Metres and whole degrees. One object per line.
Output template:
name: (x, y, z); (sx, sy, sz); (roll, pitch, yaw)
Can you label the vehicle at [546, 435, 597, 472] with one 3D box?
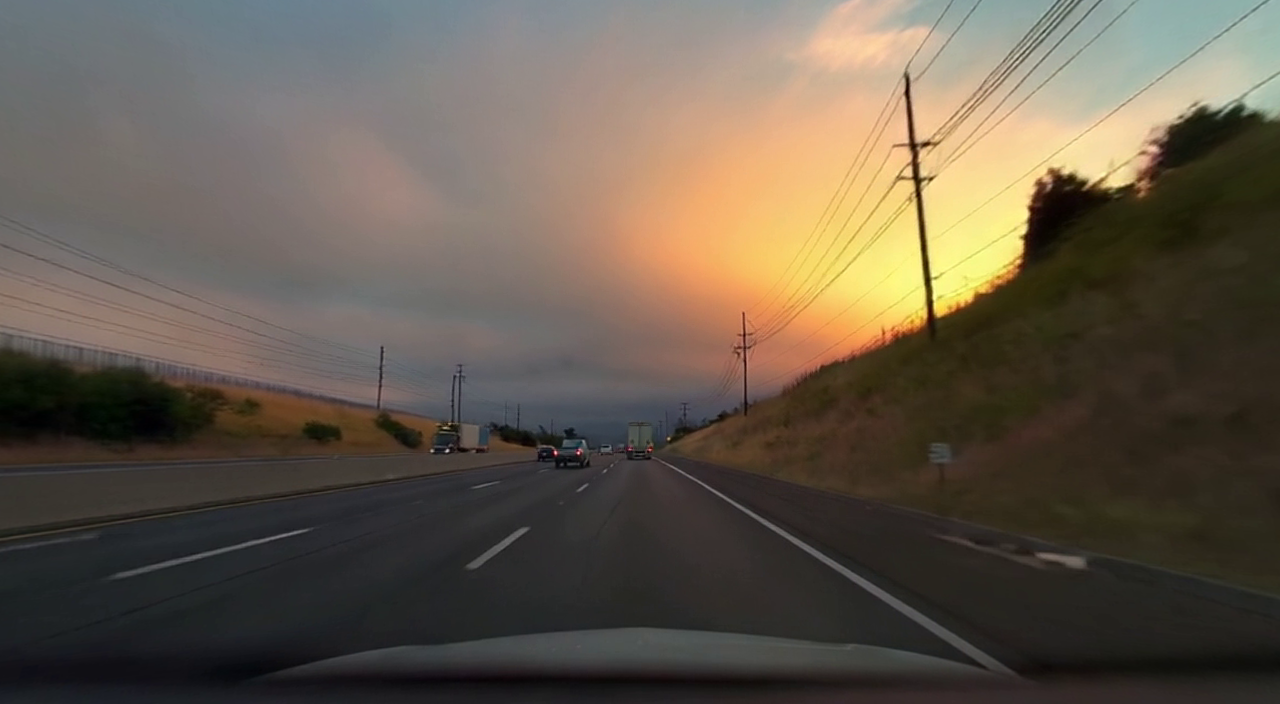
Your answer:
vehicle: (-3.748, 5.684, 35.437); (2.207, 1.949, 4.911); (0, -9, 1)
